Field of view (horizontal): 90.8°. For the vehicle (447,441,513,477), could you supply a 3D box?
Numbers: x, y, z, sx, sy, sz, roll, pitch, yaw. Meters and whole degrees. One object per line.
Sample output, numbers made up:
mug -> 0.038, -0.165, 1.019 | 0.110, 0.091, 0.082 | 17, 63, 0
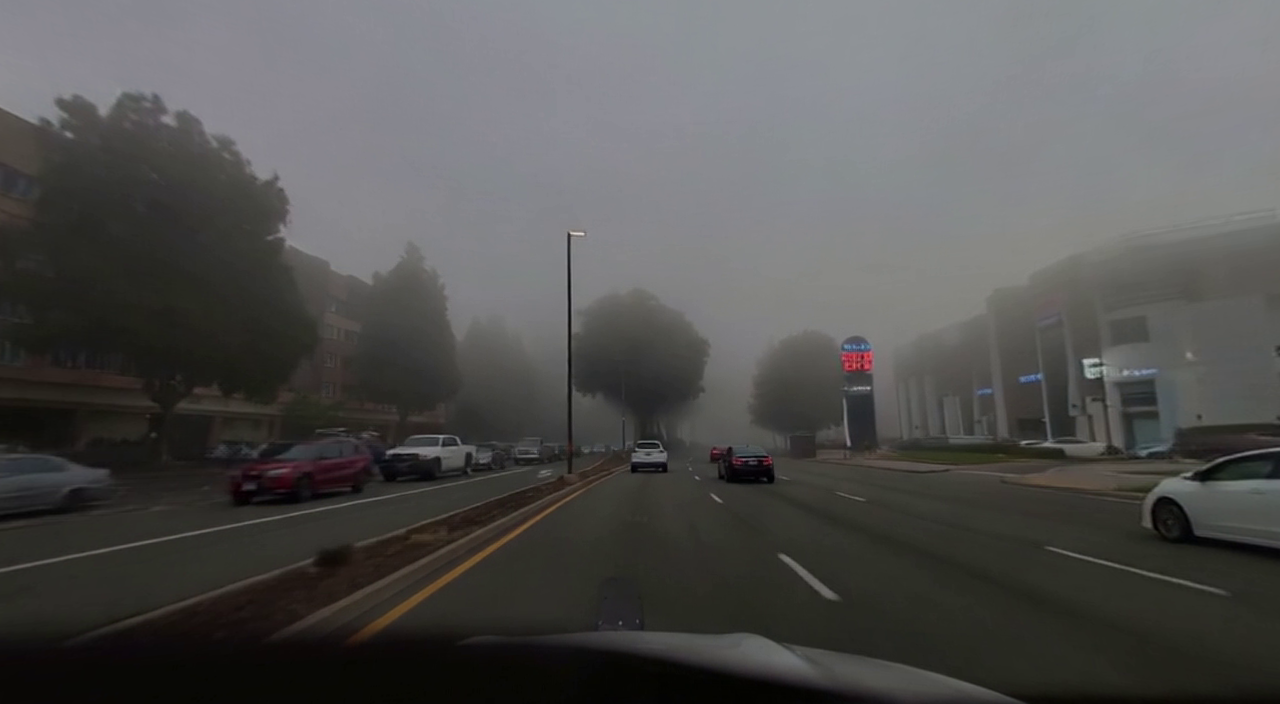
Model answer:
vehicle -> -7.993, 5.379, 32.121 | 1.920, 1.590, 5.041 | -3, -8, 2

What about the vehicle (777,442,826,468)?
vehicle -> 9.531, 6.102, 37.646 | 1.860, 1.475, 4.488 | 0, -9, 2

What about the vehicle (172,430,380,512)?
vehicle -> -8.692, 2.875, 15.785 | 2.183, 1.706, 4.862 | 0, -9, 1

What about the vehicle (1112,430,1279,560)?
vehicle -> 8.220, 1.646, 7.345 | 1.909, 1.456, 4.569 | 0, -9, 0

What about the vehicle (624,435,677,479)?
vehicle -> 0.502, 4.468, 27.096 | 2.101, 1.694, 3.979 | 0, -9, 2

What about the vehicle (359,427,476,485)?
vehicle -> -8.386, 3.987, 24.510 | 2.460, 1.970, 5.271 | 0, -9, 2

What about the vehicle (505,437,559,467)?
vehicle -> -7.090, 6.657, 42.069 | 2.218, 1.819, 5.732 | -1, -9, 4

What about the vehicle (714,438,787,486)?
vehicle -> 3.725, 3.764, 21.893 | 1.852, 1.498, 3.825 | 0, -9, 0
